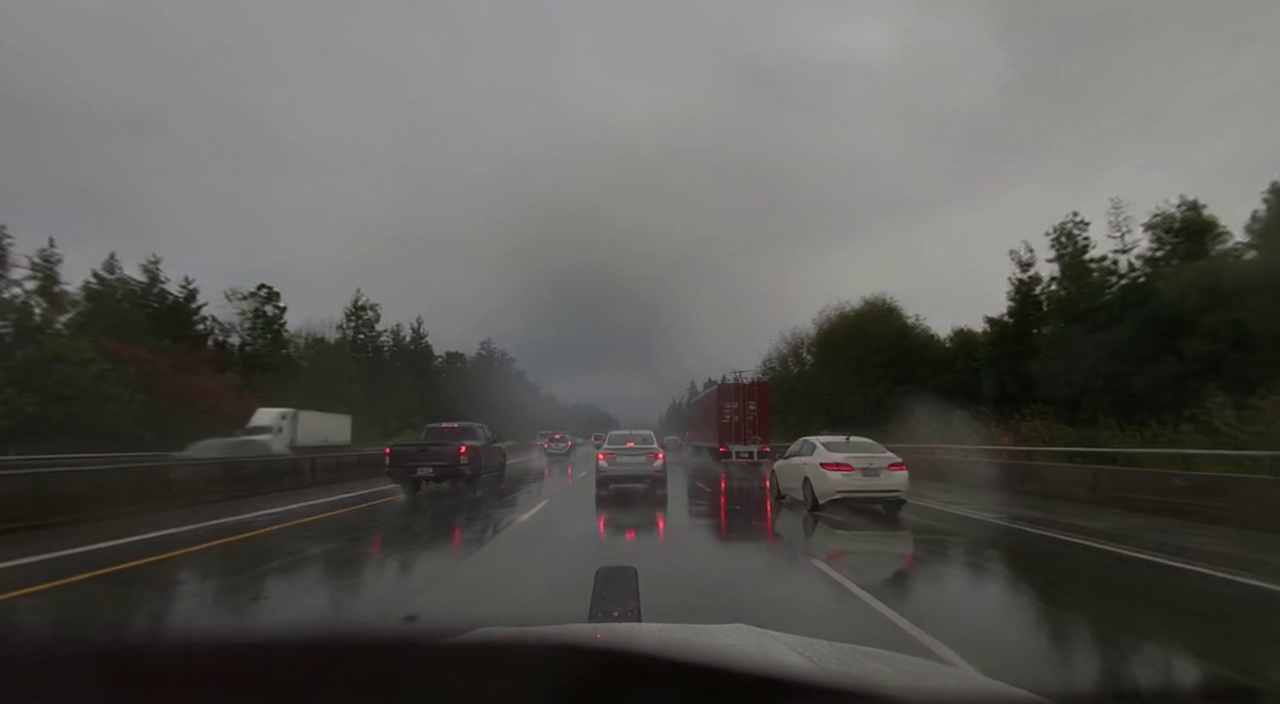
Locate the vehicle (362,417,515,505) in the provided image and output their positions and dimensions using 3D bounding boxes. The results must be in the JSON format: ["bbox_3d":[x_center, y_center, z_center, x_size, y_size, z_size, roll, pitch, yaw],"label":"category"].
[{"bbox_3d":[-4.543,2.523,15.143,2.101,1.767,4.702,0,-8,0],"label":"vehicle"}]

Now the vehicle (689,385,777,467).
[{"bbox_3d":[5.221,4.675,38.914,2.888,4.135,14.071,0,-8,-2],"label":"vehicle"}]

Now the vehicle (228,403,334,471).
[{"bbox_3d":[-21.478,5.148,38.131,3.048,3.785,5.664,0,-8,-1],"label":"vehicle"}]

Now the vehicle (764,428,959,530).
[{"bbox_3d":[3.655,2.136,11.274,1.951,1.477,3.963,0,-8,-2],"label":"vehicle"}]

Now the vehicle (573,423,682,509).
[{"bbox_3d":[-0.264,2.455,14.060,2.083,1.647,3.799,0,-8,-1],"label":"vehicle"}]

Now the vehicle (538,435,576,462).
[{"bbox_3d":[-5.294,6.165,40.562,1.971,1.648,3.983,0,-8,-1],"label":"vehicle"}]
